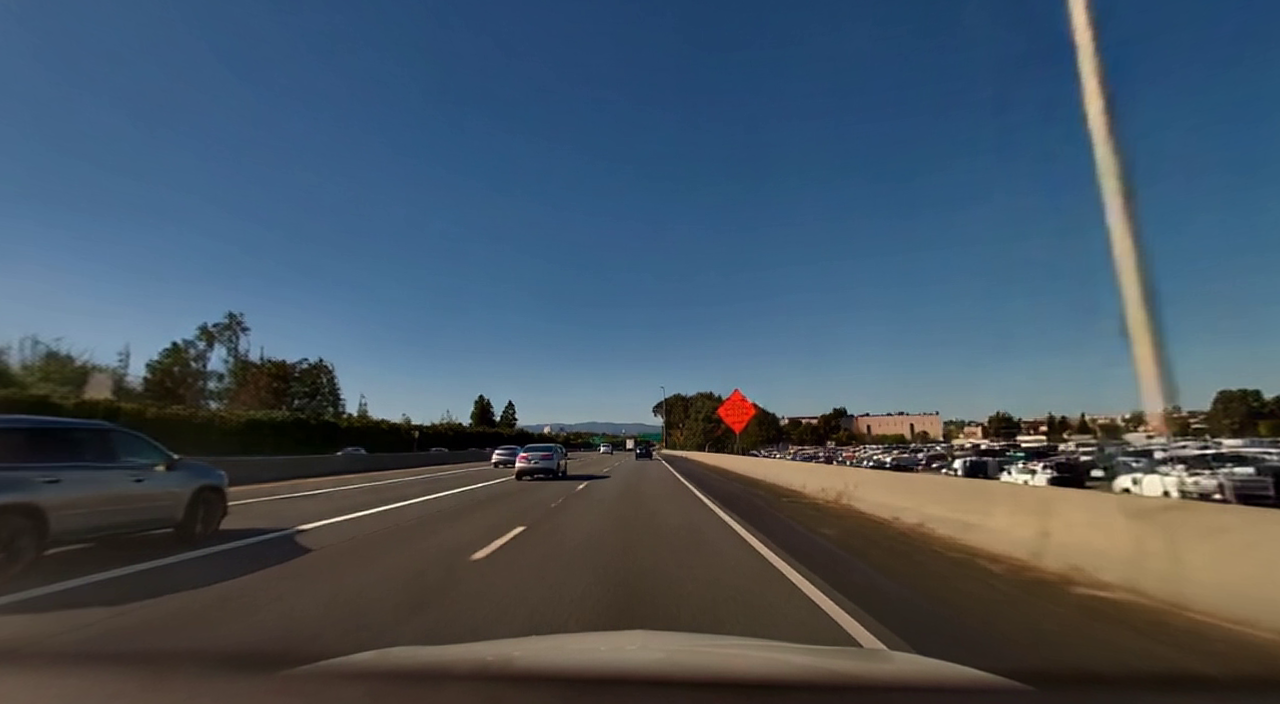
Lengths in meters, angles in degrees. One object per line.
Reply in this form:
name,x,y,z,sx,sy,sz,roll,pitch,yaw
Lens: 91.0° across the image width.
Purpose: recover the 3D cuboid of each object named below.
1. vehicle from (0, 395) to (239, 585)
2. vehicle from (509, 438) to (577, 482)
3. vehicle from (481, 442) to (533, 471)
vehicle,-7.225,1.429,6.806,2.159,1.807,5.422,0,-8,1
vehicle,-3.953,4.476,26.333,2.070,1.665,4.213,0,-8,1
vehicle,-7.527,5.985,36.178,1.991,1.538,4.360,0,-8,1
